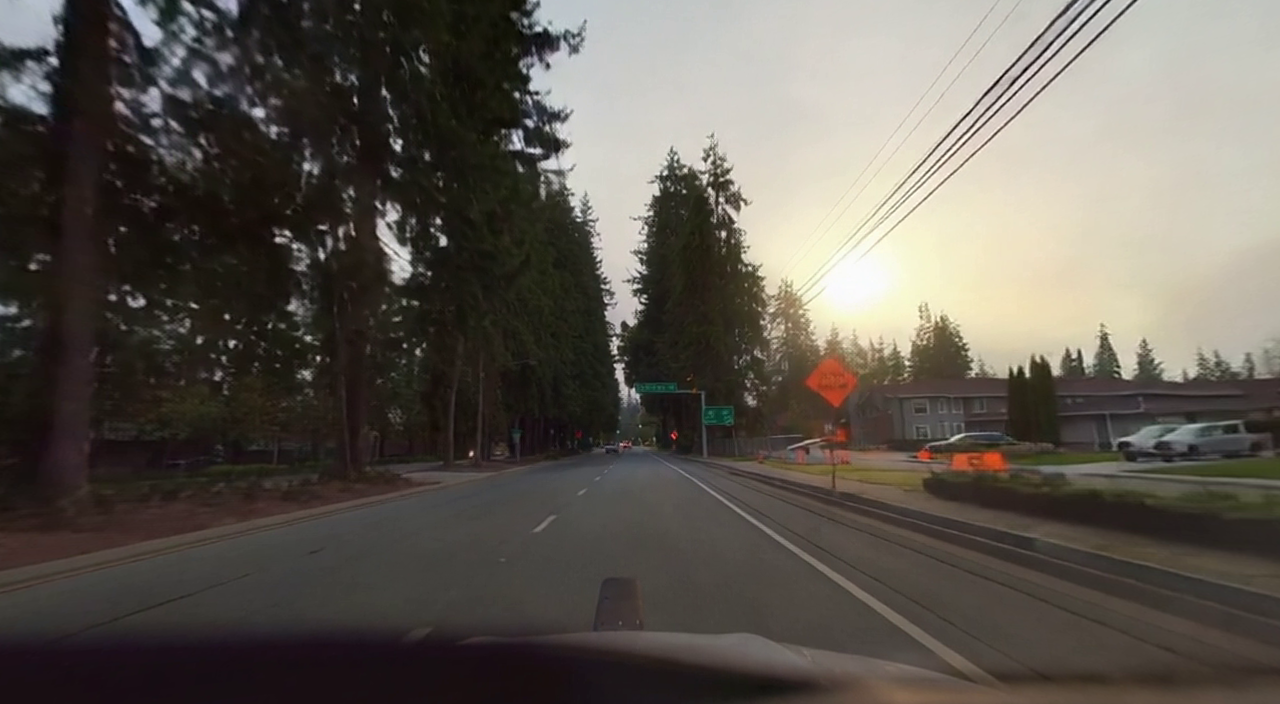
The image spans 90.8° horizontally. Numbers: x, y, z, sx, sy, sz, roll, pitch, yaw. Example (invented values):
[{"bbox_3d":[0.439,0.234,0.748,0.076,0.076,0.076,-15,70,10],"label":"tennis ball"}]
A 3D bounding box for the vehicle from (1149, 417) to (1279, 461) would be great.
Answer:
[{"bbox_3d":[25.564,3.809,27.631,4.601,1.801,2.122,-1,-9,2],"label":"vehicle"}]

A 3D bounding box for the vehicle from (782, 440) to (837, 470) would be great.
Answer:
[{"bbox_3d":[8.593,5.252,32.350,1.733,1.449,3.764,0,-8,0],"label":"vehicle"}]
